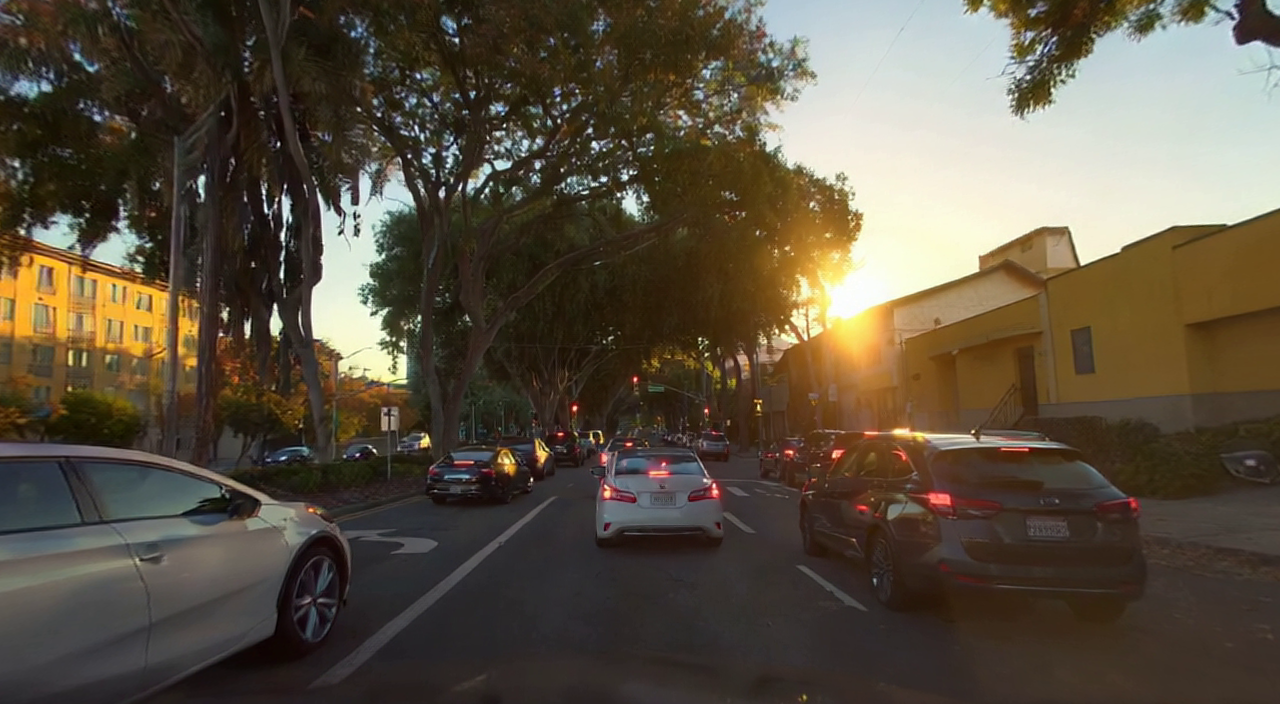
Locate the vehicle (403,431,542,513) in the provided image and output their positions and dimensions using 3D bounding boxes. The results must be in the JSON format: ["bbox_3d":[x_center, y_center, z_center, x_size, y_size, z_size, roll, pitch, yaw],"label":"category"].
[{"bbox_3d":[-3.513,2.617,14.244,1.901,1.522,4.556,0,-8,0],"label":"vehicle"}]

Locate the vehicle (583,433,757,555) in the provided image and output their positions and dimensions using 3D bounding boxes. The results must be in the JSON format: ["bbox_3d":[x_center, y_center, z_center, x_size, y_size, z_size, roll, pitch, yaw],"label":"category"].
[{"bbox_3d":[0.269,1.998,9.583,2.095,1.438,3.843,0,-9,-3],"label":"vehicle"}]

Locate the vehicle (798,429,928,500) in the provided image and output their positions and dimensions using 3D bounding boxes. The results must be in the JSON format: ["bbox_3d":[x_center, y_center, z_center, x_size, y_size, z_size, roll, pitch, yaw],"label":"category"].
[{"bbox_3d":[6.344,3.246,18.681,2.025,1.808,4.579,0,-9,-2],"label":"vehicle"}]

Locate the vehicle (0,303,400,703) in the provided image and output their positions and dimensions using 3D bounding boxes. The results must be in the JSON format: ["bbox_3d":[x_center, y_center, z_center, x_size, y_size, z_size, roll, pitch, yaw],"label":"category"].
[{"bbox_3d":[-3.268,0.933,3.383,2.152,1.802,4.628,0,-9,0],"label":"vehicle"}]
